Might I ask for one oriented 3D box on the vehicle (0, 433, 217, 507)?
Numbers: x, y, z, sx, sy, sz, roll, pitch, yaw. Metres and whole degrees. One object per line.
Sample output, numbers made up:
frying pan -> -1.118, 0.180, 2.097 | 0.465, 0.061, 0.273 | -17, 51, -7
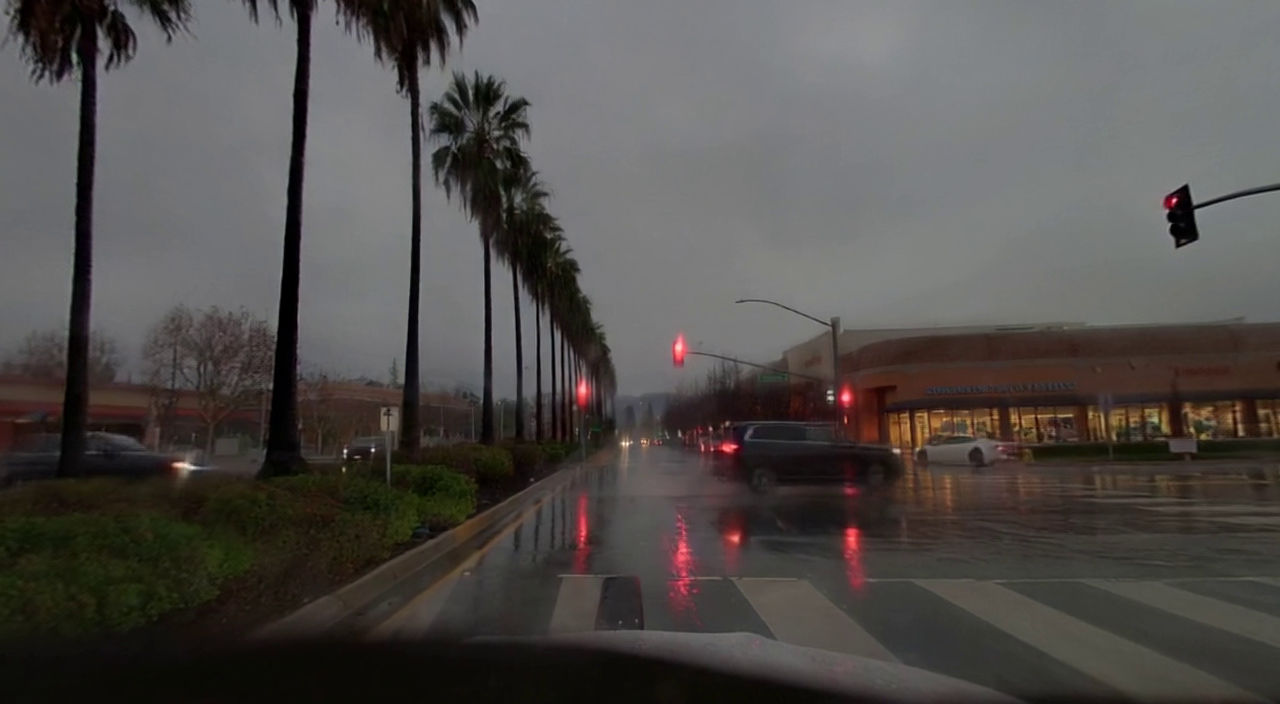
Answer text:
vehicle -> -14.054, 2.962, 16.088 | 4.854, 1.699, 2.152 | 3, -9, -18

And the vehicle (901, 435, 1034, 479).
vehicle -> 13.631, 4.406, 26.573 | 4.722, 1.717, 2.000 | -3, -9, 23

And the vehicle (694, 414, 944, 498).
vehicle -> 4.378, 2.630, 16.109 | 5.619, 1.951, 2.321 | 1, -8, -5
